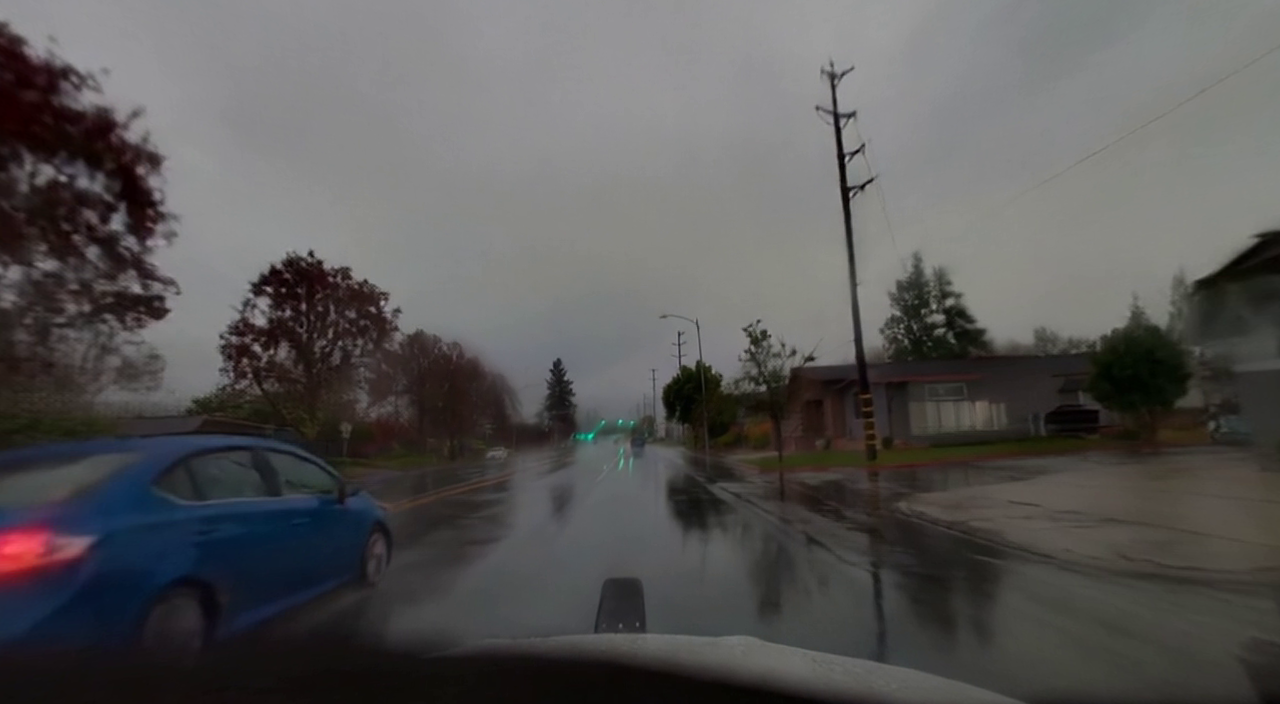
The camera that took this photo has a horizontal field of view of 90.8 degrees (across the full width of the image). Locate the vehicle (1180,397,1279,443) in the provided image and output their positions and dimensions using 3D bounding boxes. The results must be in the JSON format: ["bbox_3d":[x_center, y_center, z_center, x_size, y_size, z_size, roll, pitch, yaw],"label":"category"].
[{"bbox_3d":[29.075,3.358,30.608,2.019,1.960,4.772,-1,-9,8],"label":"vehicle"}]

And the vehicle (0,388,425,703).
[{"bbox_3d":[-3.151,1.165,4.026,2.113,1.493,4.222,0,-8,-1],"label":"vehicle"}]
